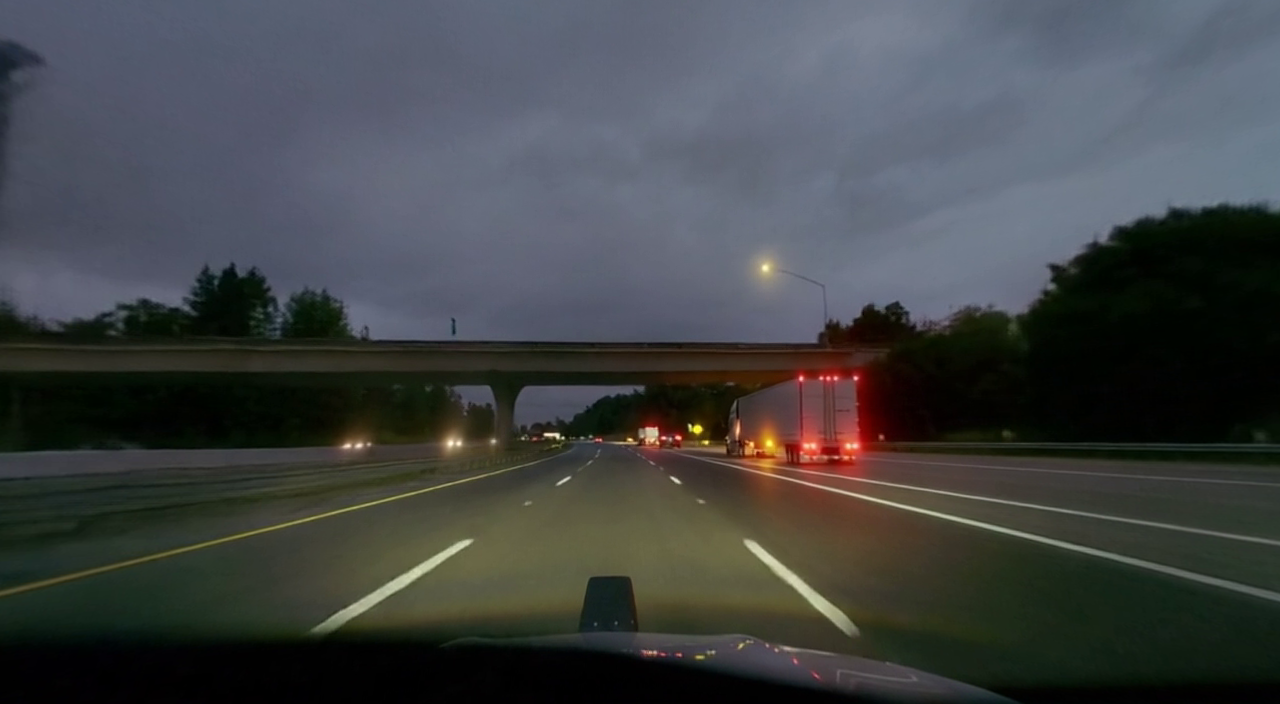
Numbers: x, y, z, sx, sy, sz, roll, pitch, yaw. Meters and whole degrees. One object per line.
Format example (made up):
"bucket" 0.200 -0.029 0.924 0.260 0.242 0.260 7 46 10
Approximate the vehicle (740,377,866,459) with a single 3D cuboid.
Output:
"vehicle" 9.141 4.198 37.798 2.855 4.053 13.328 0 -8 -5
